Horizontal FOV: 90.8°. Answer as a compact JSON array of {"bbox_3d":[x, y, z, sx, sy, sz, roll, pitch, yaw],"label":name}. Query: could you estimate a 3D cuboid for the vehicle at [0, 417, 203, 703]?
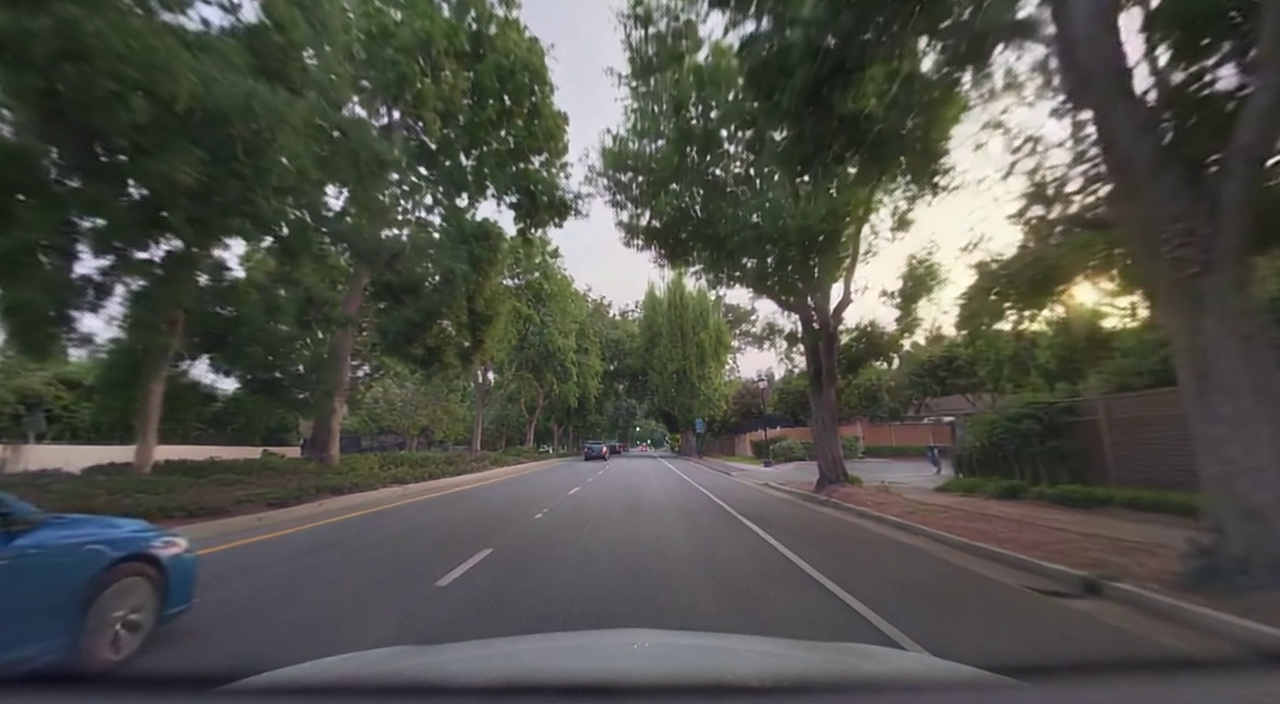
[{"bbox_3d":[-3.875,0.895,2.007,1.870,1.431,4.317,0,-8,0],"label":"vehicle"}]
